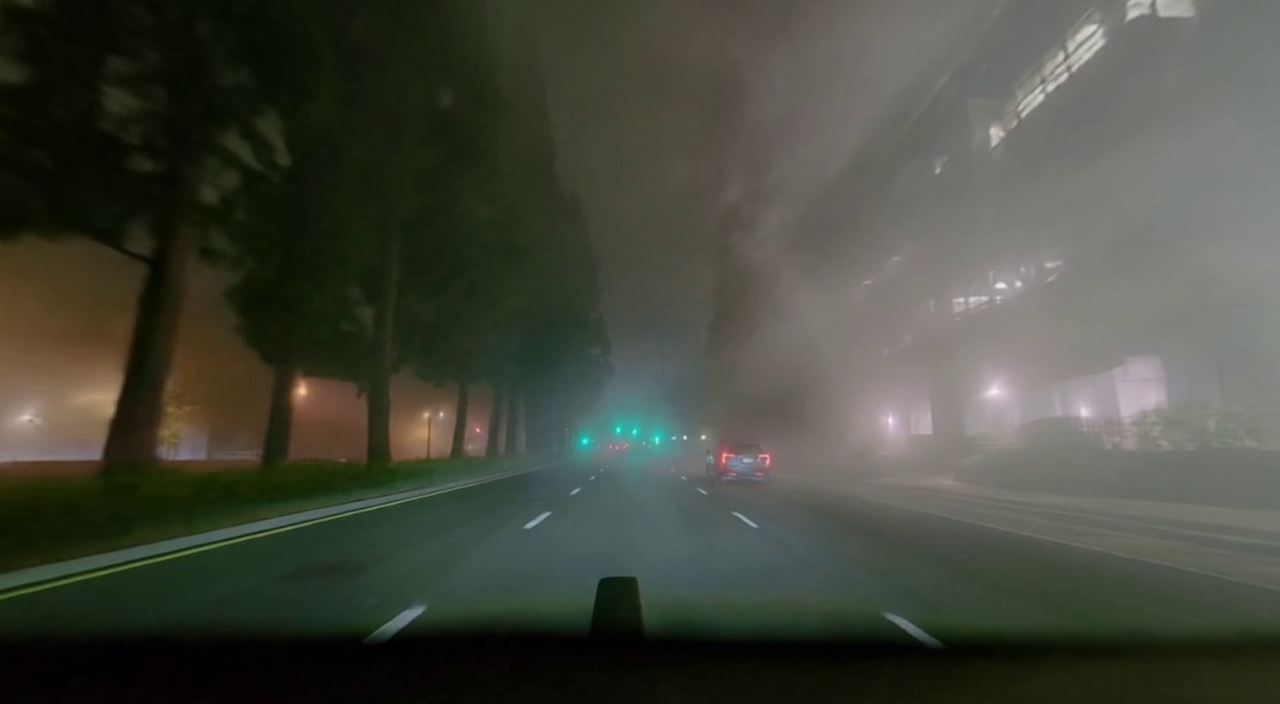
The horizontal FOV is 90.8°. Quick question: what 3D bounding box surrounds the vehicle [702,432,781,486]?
[{"bbox_3d":[3.529,3.820,22.851,2.083,1.743,4.354,0,-8,-1],"label":"vehicle"}]
